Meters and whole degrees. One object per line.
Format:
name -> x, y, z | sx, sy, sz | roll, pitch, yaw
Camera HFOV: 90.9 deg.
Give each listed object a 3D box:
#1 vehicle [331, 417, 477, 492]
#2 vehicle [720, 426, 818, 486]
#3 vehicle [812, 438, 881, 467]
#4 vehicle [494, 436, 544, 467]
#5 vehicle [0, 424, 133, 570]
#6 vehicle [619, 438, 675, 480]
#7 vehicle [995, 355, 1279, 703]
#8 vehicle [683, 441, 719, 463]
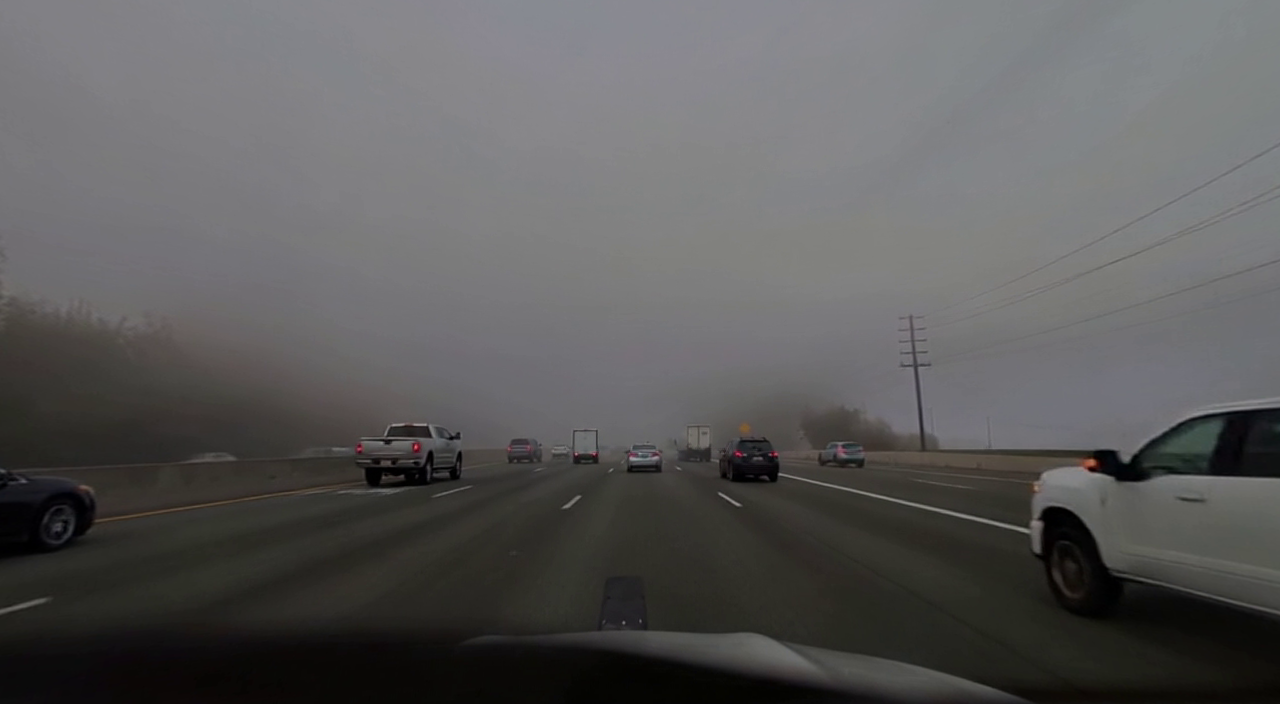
vehicle -> -6.958, 3.135, 19.522 | 2.269, 1.936, 5.777 | 0, -9, 0
vehicle -> 4.132, 3.433, 21.101 | 2.195, 1.778, 4.455 | 0, -9, -2
vehicle -> 11.411, 5.600, 35.268 | 2.117, 1.491, 4.830 | 0, -9, -1
vehicle -> -6.950, 5.772, 36.799 | 1.978, 1.680, 4.263 | 0, -9, 1
vehicle -> -7.533, 1.405, 5.915 | 1.911, 1.479, 4.312 | 0, -9, 1
vehicle -> 0.245, 4.076, 24.244 | 1.966, 1.444, 3.986 | 0, -9, 0
vehicle -> 3.948, 0.880, 3.001 | 2.002, 1.691, 4.290 | 0, -9, 0
vehicle -> 3.993, 6.617, 41.831 | 1.895, 1.429, 3.908 | 0, -9, -1
